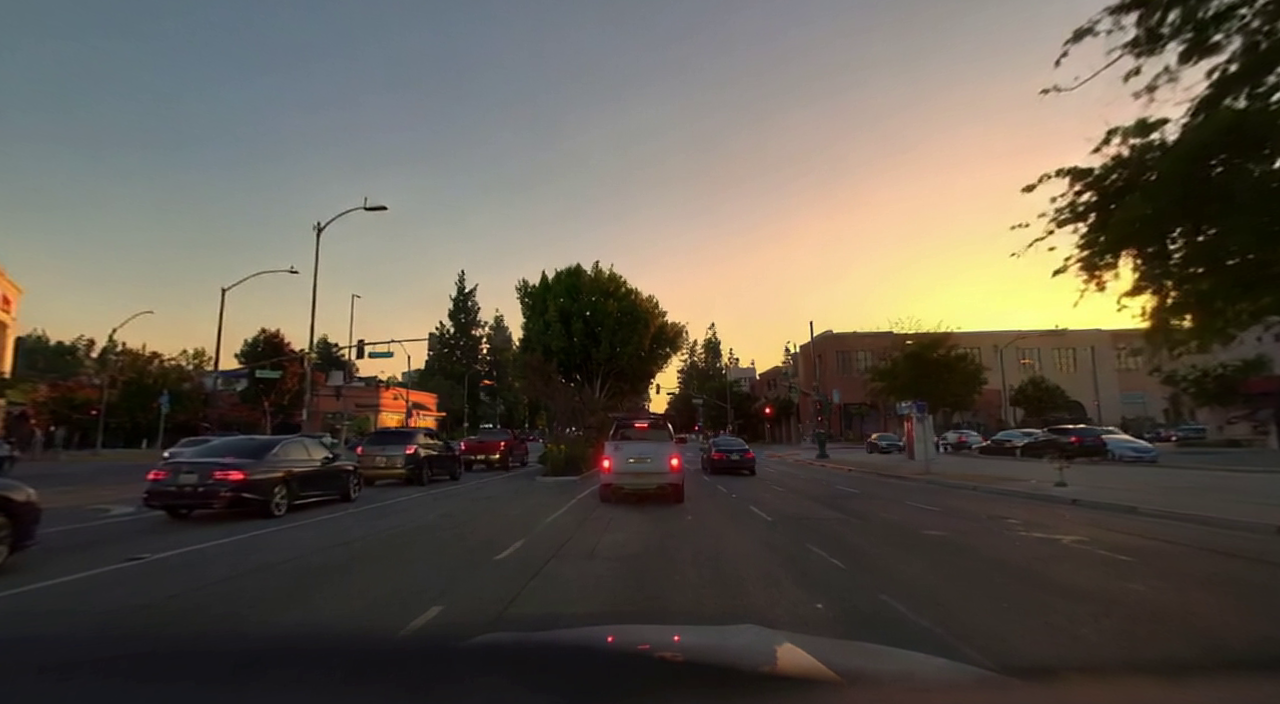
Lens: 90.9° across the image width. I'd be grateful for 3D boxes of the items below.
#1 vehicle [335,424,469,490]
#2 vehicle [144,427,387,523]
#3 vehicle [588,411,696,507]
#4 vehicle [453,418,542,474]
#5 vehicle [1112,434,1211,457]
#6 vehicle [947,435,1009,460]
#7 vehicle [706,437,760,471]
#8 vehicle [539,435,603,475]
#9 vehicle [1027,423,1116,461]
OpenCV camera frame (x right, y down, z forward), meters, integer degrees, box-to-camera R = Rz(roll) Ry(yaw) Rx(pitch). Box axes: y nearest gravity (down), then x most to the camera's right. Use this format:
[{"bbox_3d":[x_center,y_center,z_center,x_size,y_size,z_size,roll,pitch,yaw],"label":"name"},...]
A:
[{"bbox_3d":[-6.633,2.979,18.201,1.941,1.655,4.503,0,-8,2],"label":"vehicle"},{"bbox_3d":[-6.662,2.215,11.925,1.831,1.451,4.382,0,-8,1],"label":"vehicle"},{"bbox_3d":[0.065,2.372,14.274,2.064,1.817,4.298,0,-8,1],"label":"vehicle"},{"bbox_3d":[-5.802,3.933,26.364,2.496,2.112,4.351,0,-8,3],"label":"vehicle"},{"bbox_3d":[30.440,5.475,36.867,4.176,1.313,1.719,0,-8,3],"label":"vehicle"},{"bbox_3d":[21.251,5.990,39.585,3.836,1.443,1.694,5,-10,-33],"label":"vehicle"},{"bbox_3d":[4.222,4.702,29.308,2.023,1.441,4.240,0,-8,2],"label":"vehicle"},{"bbox_3d":[-2.674,4.136,25.423,1.894,1.461,4.080,0,-8,3],"label":"vehicle"},{"bbox_3d":[20.198,4.203,29.467,4.156,1.622,1.924,6,-10,-34],"label":"vehicle"}]
